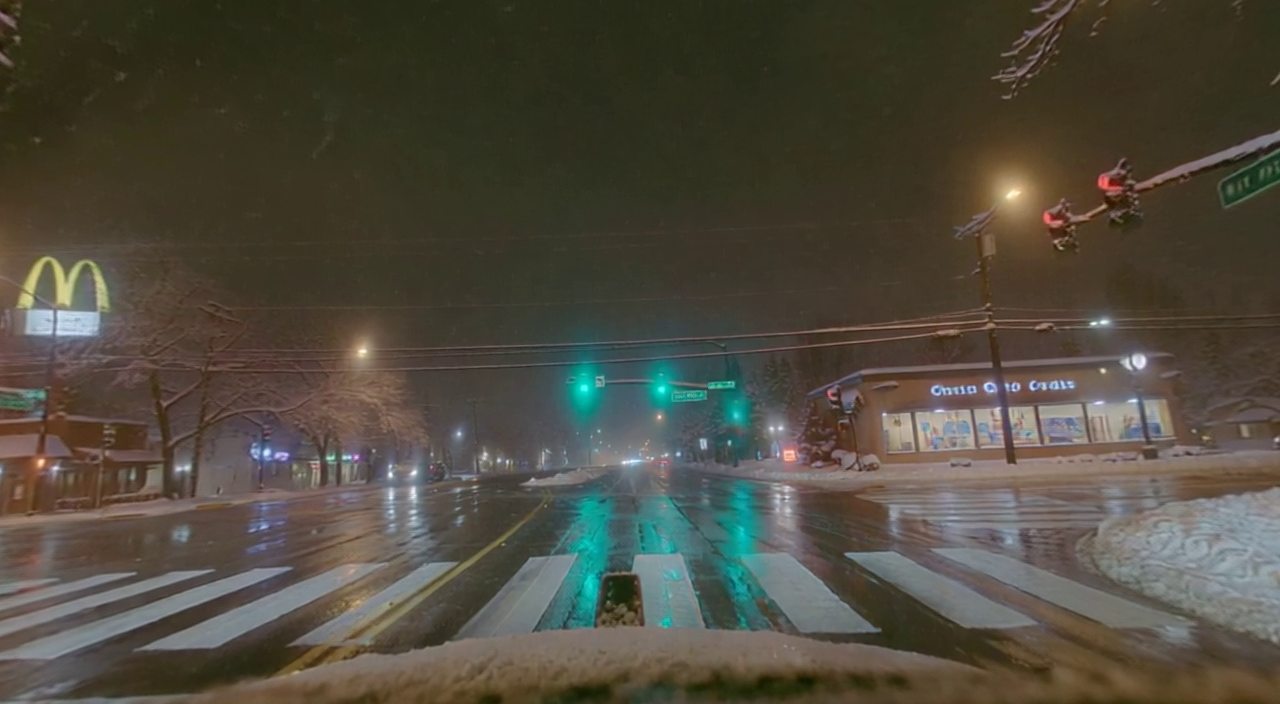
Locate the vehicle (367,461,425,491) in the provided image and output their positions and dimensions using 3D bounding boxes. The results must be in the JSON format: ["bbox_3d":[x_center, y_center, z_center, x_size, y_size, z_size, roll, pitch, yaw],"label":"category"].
[{"bbox_3d":[-19.205,9.738,49.816,2.227,2.033,5.614,0,-9,1],"label":"vehicle"}]

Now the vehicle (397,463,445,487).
[{"bbox_3d":[-15.743,8.832,45.409,1.931,1.471,4.152,0,-9,0],"label":"vehicle"}]

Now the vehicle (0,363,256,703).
[{"bbox_3d":[-3.408,0.737,1.405,2.081,1.644,4.523,0,-9,2],"label":"vehicle"}]
